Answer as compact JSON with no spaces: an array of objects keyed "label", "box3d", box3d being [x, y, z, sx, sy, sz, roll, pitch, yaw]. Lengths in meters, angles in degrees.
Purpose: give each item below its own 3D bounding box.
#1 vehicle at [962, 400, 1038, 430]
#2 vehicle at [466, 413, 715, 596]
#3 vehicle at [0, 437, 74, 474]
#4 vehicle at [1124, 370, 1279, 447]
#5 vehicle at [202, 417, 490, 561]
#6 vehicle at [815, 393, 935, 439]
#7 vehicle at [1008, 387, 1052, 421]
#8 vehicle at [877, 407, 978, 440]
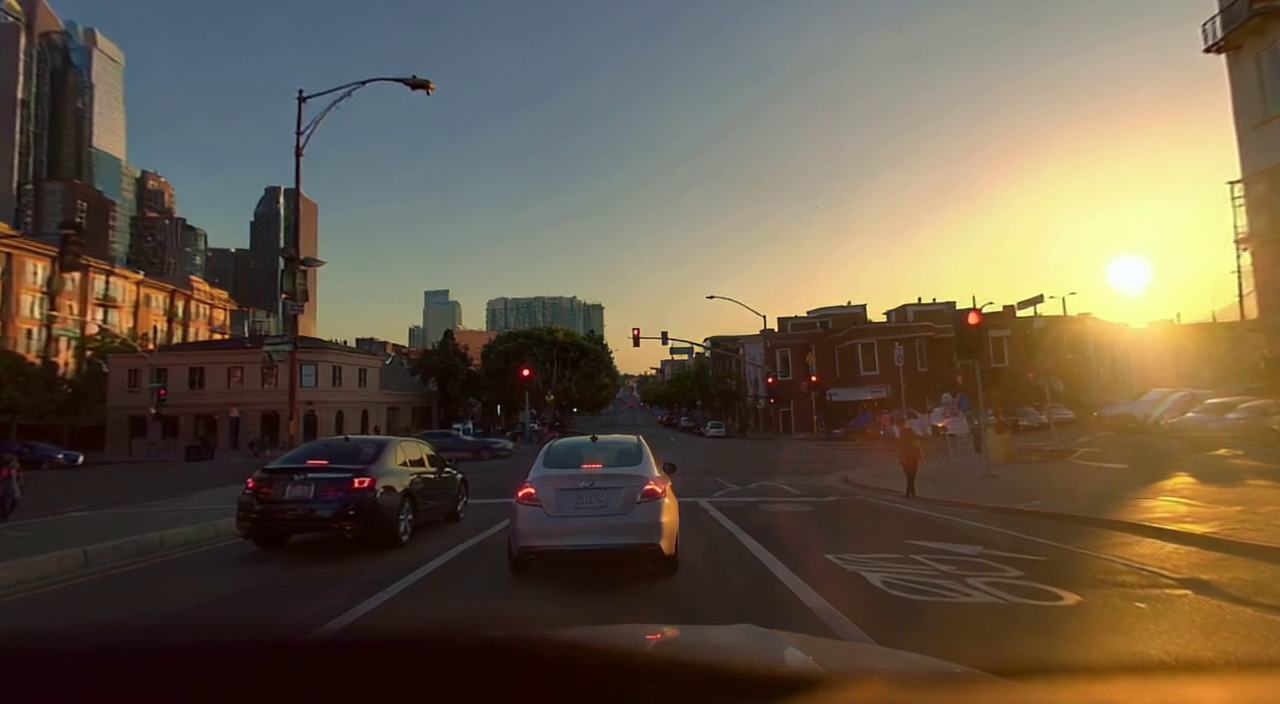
[{"label":"vehicle","box3d":[21.147,3.738,37.056,5.017,1.542,2.055,7,-11,-38]},{"label":"vehicle","box3d":[-0.429,1.570,7.326,2.082,1.520,3.896,0,-8,-1]},{"label":"vehicle","box3d":[-32.413,5.337,32.618,4.280,1.857,2.136,0,-8,1]},{"label":"vehicle","box3d":[21.704,2.166,23.526,5.756,2.653,2.403,1,-8,-11]},{"label":"vehicle","box3d":[-3.697,1.806,9.063,1.934,1.522,4.464,0,-8,1]},{"label":"vehicle","box3d":[13.773,3.829,37.040,6.541,2.480,2.259,3,-9,-19]},{"label":"vehicle","box3d":[27.028,3.653,43.670,2.152,1.993,5.078,-6,-10,34]},{"label":"vehicle","box3d":[15.113,3.787,33.168,4.775,1.604,1.915,3,-9,-20]}]
